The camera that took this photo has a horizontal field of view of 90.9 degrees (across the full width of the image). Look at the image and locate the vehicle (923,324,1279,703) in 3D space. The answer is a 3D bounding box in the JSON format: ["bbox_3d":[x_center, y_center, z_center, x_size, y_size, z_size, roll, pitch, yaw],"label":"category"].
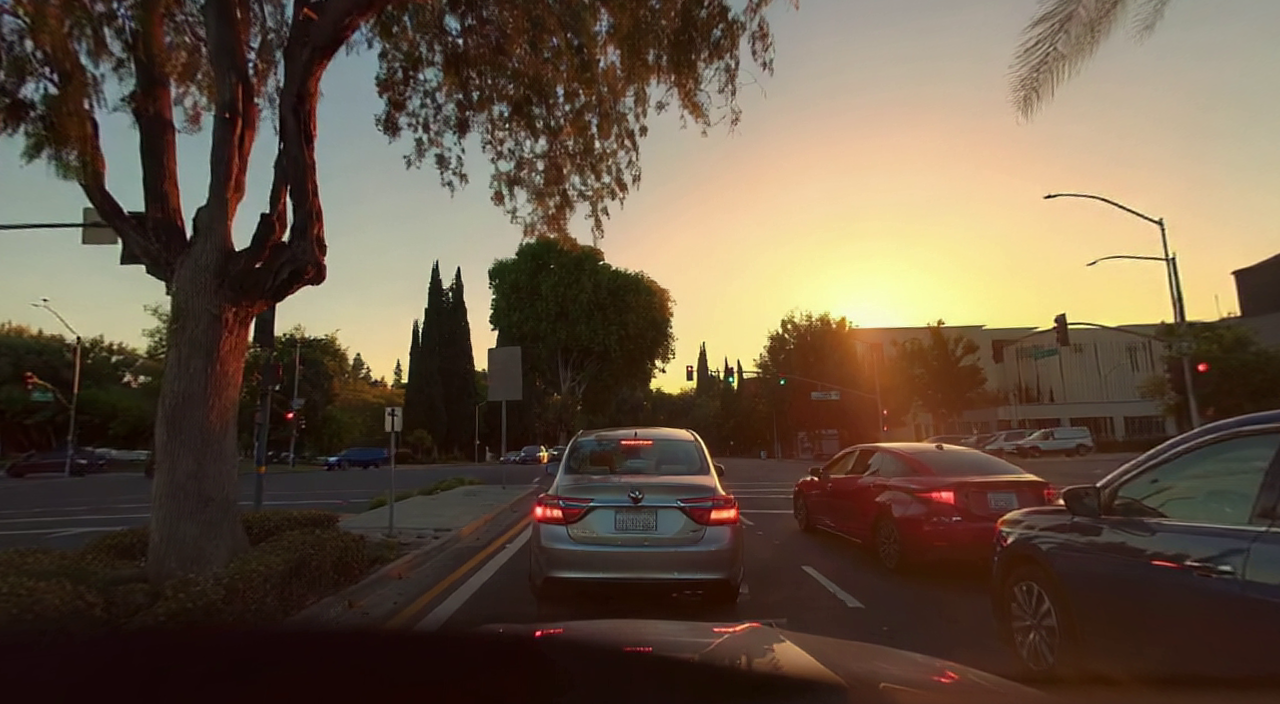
[{"bbox_3d":[3.721,0.930,3.434,2.162,1.829,4.519,0,-9,-1],"label":"vehicle"}]

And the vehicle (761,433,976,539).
[{"bbox_3d":[3.690,2.258,11.302,2.054,1.482,4.654,0,-9,-1],"label":"vehicle"}]

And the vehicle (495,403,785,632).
[{"bbox_3d":[-0.019,1.476,6.508,2.074,1.631,3.793,0,-9,-1],"label":"vehicle"}]
